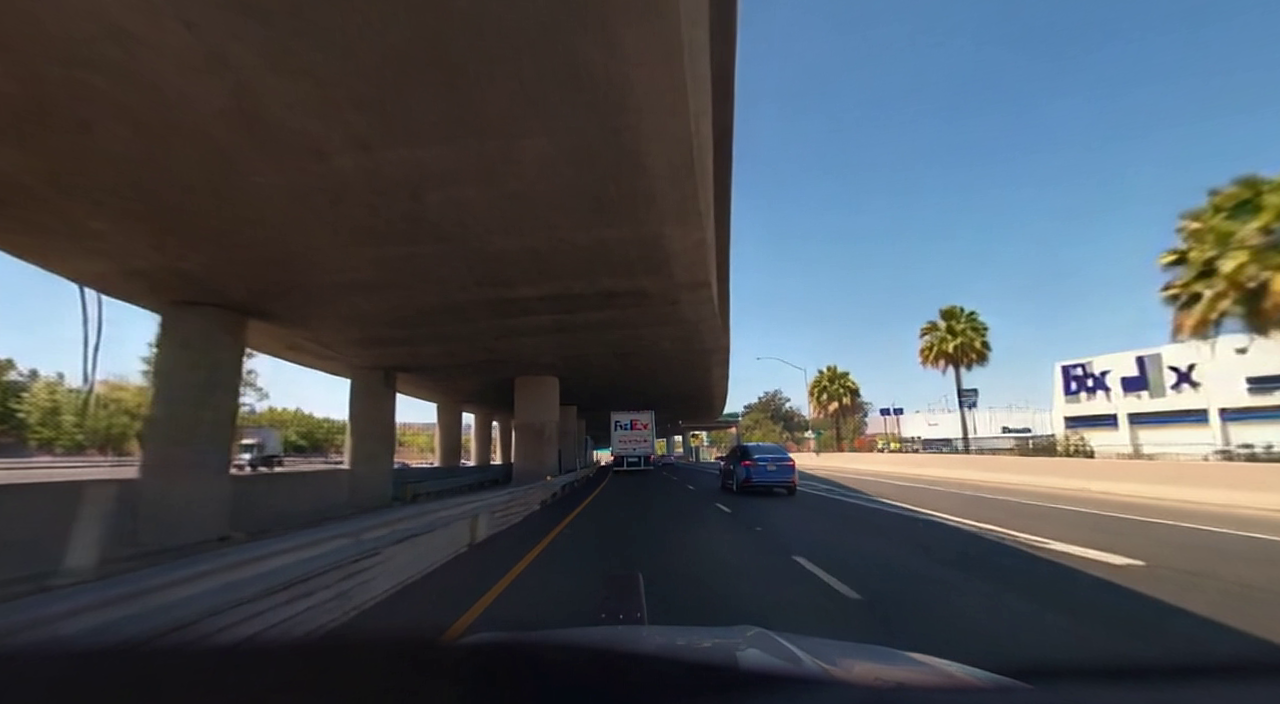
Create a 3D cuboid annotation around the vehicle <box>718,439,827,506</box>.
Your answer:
[{"bbox_3d":[3.414,3.198,17.128,1.966,1.558,4.238,0,-9,-1],"label":"vehicle"}]

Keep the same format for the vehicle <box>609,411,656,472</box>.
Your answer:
[{"bbox_3d":[-0.677,7.059,49.256,3.243,4.134,11.656,0,-9,-2],"label":"vehicle"}]
